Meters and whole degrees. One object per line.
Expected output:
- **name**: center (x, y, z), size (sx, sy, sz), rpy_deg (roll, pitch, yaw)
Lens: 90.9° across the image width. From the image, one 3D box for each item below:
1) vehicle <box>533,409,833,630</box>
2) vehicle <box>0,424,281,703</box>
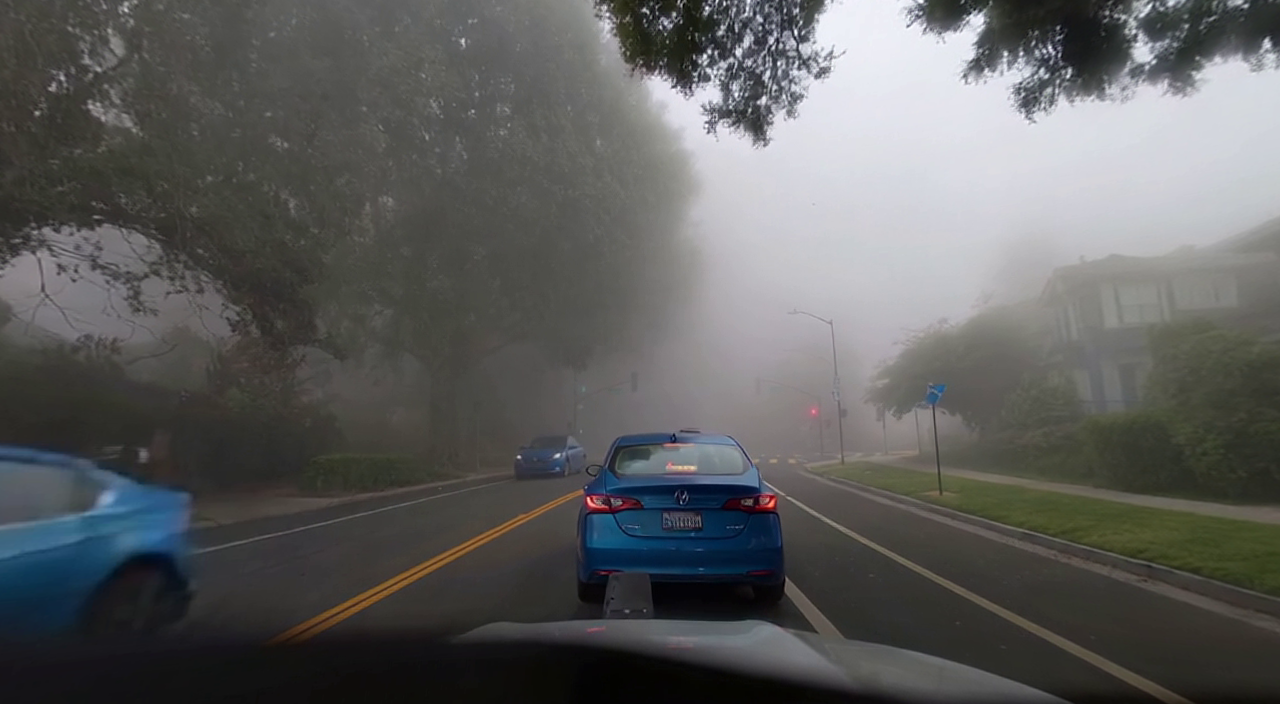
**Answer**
- **vehicle**: center (0.334, 1.445, 6.403), size (2.070, 1.516, 3.936), rpy_deg (0, -8, 1)
- **vehicle**: center (-4.157, 1.097, 3.077), size (2.060, 1.479, 4.462), rpy_deg (0, -8, 2)
